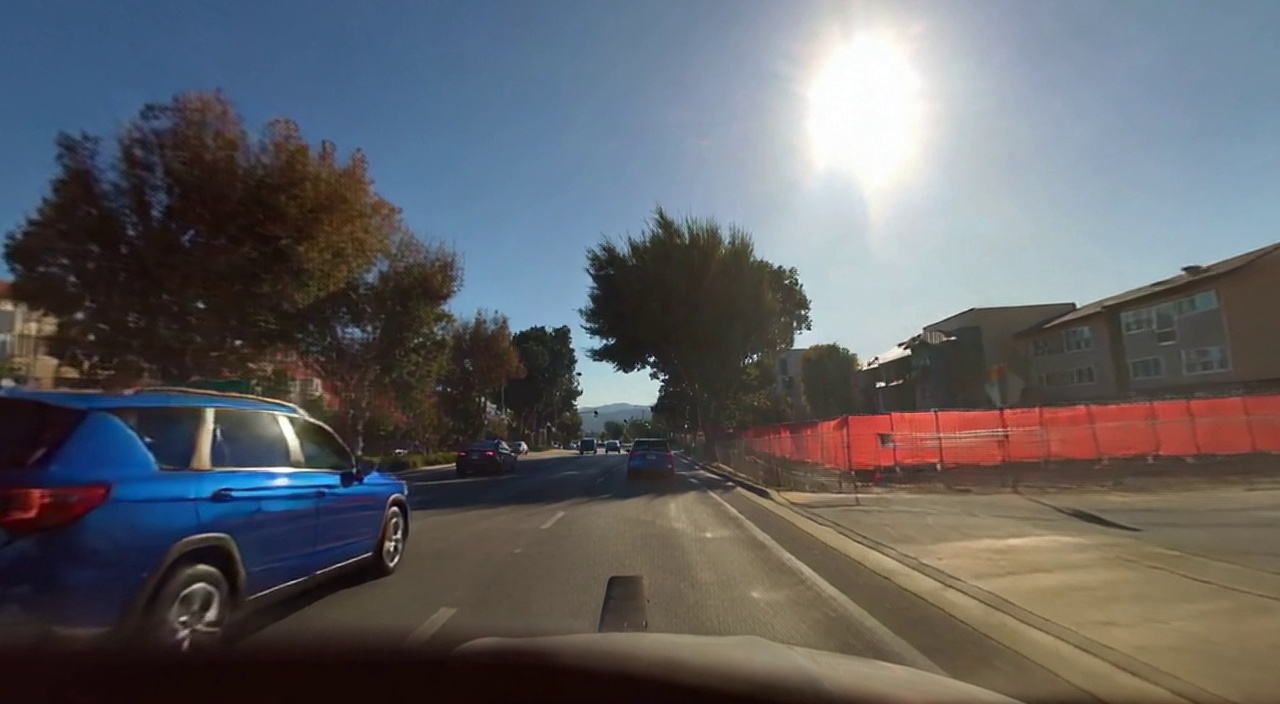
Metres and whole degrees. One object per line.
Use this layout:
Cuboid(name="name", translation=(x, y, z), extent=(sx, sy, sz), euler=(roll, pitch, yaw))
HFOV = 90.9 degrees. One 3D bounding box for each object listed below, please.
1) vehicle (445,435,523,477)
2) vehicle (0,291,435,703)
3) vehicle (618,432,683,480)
Cuboid(name="vehicle", translation=(-6.060, 4.095, 25.033), extent=(1.877, 1.479, 4.430), euler=(0, -8, 2))
Cuboid(name="vehicle", translation=(-3.422, 1.007, 4.459), extent=(2.157, 1.824, 4.986), euler=(0, -8, 1))
Cuboid(name="vehicle", translation=(0.376, 3.918, 23.985), extent=(2.227, 1.654, 4.091), euler=(0, -8, 0))
